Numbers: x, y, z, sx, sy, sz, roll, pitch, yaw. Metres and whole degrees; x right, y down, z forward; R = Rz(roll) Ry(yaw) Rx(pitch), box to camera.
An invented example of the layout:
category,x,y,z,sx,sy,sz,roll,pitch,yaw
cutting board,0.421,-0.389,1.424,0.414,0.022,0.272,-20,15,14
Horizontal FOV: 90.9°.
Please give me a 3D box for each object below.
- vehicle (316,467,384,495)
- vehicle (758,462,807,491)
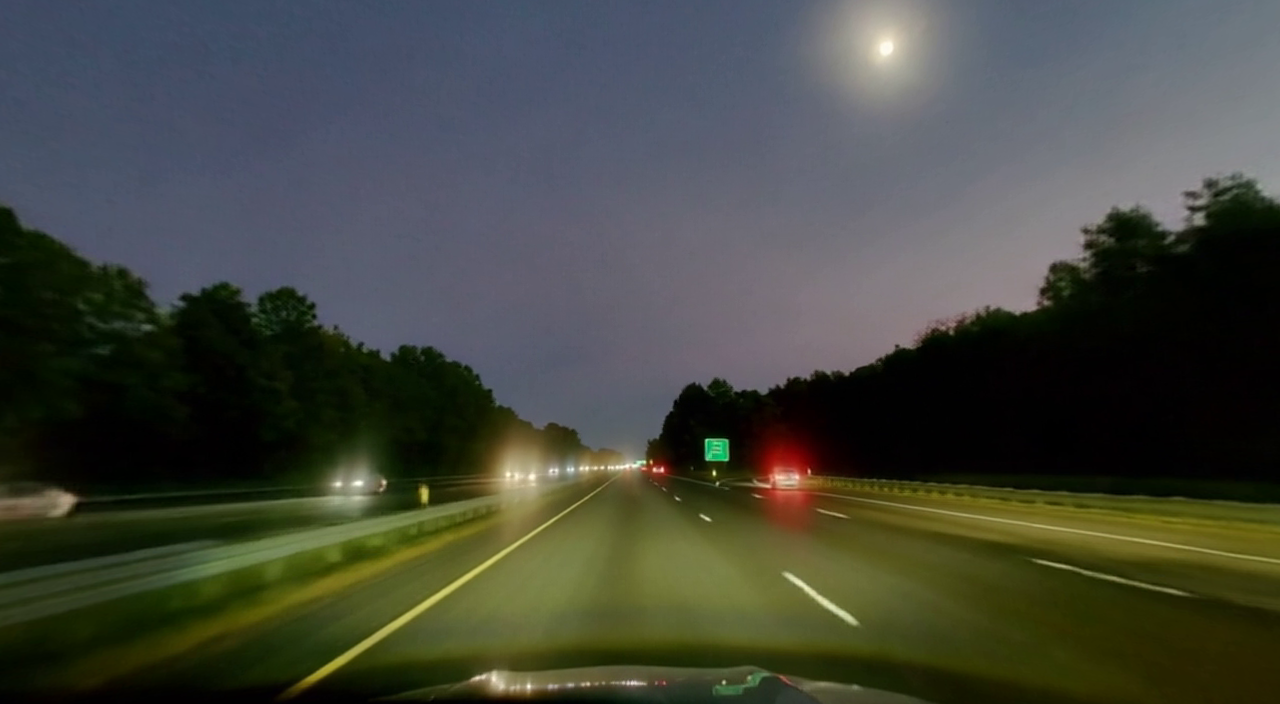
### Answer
category,x,y,z,sx,sy,sz,roll,pitch,yaw
vehicle,-18.313,8.173,40.041,1.946,1.619,4.564,0,-10,3
vehicle,8.217,7.215,36.709,1.951,1.566,4.616,0,-10,2
